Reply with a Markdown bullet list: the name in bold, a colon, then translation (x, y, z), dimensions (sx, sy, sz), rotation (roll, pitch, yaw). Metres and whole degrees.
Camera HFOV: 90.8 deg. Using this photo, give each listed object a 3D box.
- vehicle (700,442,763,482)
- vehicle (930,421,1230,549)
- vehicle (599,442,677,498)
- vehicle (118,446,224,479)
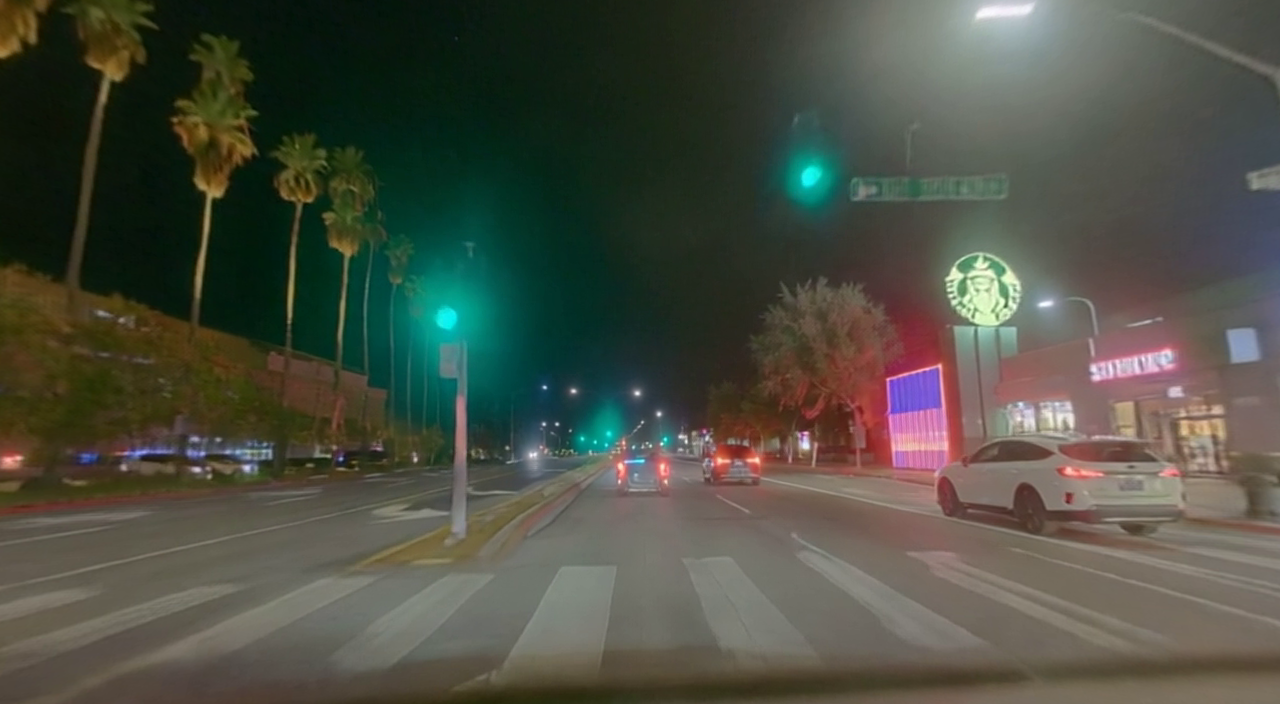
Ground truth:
- **vehicle**: translation (3.737, 4.574, 26.553), dimensions (1.892, 1.532, 4.177), rotation (0, -8, -2)
- **vehicle**: translation (6.801, 2.066, 10.477), dimensions (1.940, 1.674, 4.085), rotation (0, -8, -1)
- **vehicle**: translation (-0.069, 3.502, 19.123), dimensions (2.110, 1.487, 3.873), rotation (0, -8, 0)
- **vehicle**: translation (-30.917, 7.320, 41.752), dimensions (5.230, 1.986, 2.250), rotation (-1, -11, 3)
